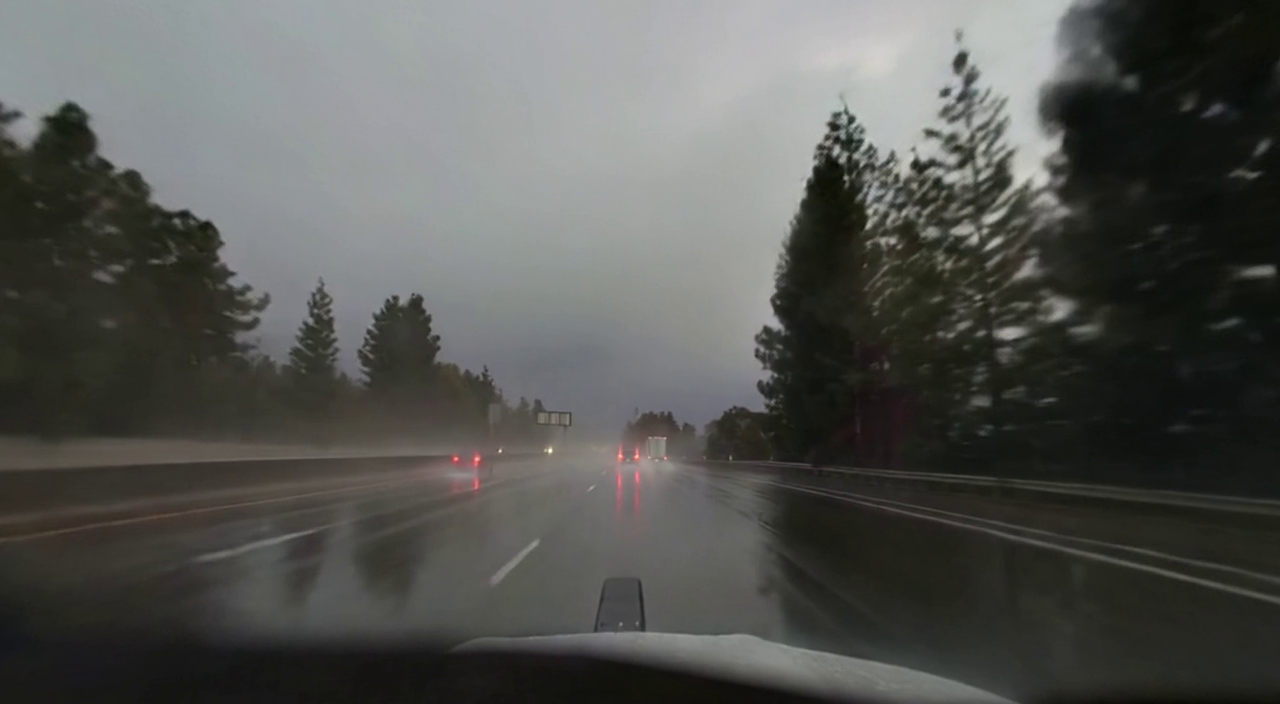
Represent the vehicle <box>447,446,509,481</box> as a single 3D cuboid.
[{"bbox_3d":[-7.460,5.142,29.452,1.915,1.479,3.843,0,-9,0],"label":"vehicle"}]
